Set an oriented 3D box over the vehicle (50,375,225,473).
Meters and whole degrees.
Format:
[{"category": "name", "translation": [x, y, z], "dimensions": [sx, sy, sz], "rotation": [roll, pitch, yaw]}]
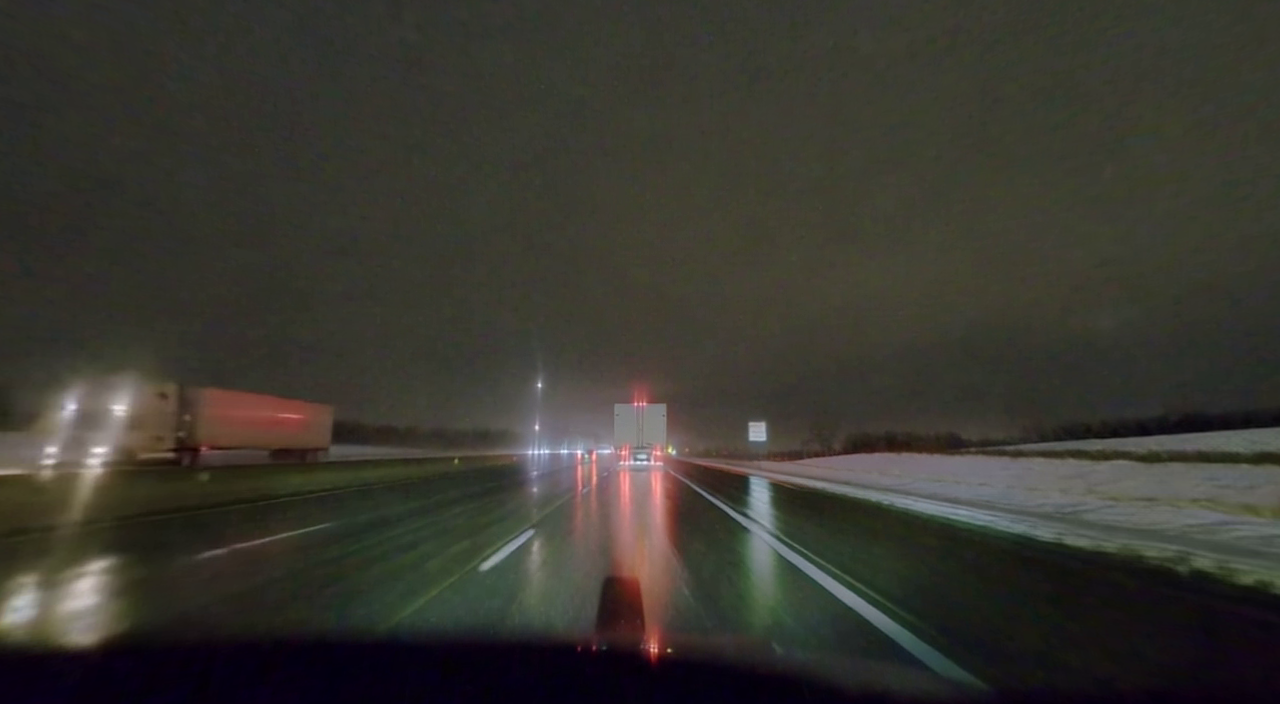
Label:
[{"category": "vehicle", "translation": [-22.672, 3.403, 29.015], "dimensions": [2.929, 4.000, 5.907], "rotation": [0, -9, 0]}]
